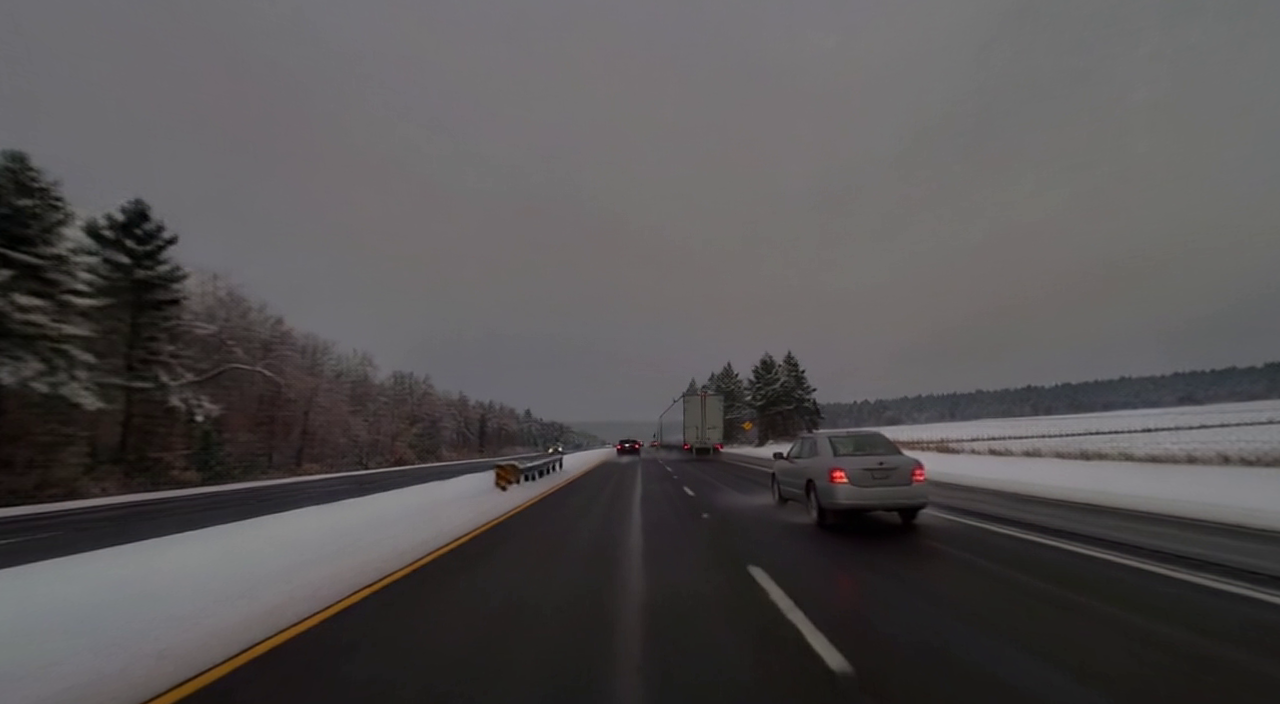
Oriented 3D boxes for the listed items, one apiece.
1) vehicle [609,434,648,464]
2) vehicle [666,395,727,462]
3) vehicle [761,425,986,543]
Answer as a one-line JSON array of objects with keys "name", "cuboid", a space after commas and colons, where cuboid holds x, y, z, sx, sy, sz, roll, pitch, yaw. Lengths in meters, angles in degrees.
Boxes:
[{"name": "vehicle", "cuboid": [-0.641, 5.776, 37.796, 2.192, 1.623, 4.887, 0, -8, 0]}, {"name": "vehicle", "cuboid": [3.696, 5.541, 44.835, 2.919, 4.004, 13.911, 0, -8, 0]}, {"name": "vehicle", "cuboid": [3.502, 2.035, 10.509, 2.072, 1.534, 4.300, 0, -8, 0]}]
